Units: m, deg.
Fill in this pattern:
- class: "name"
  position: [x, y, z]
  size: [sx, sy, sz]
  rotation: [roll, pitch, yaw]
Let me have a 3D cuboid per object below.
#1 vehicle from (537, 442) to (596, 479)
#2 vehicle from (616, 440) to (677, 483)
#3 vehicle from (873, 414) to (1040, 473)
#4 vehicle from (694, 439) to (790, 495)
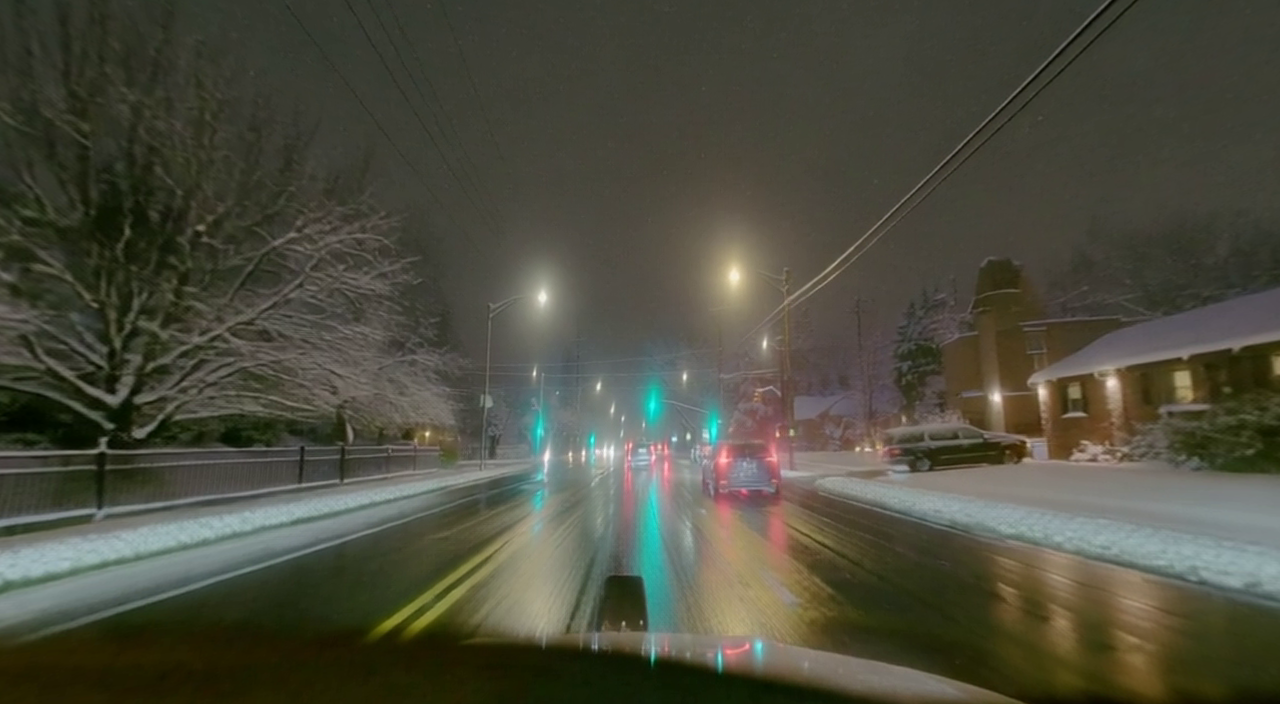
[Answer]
- class: "vehicle"
  position: [-3.152, 4.766, 28.012]
  size: [2.012, 1.505, 4.205]
  rotation: [0, -8, 2]
- class: "vehicle"
  position: [0.209, 4.062, 23.744]
  size: [2.101, 1.467, 4.210]
  rotation: [0, -8, 0]
- class: "vehicle"
  position: [13.830, 4.025, 27.855]
  size: [5.929, 1.970, 2.381]
  rotation: [-5, -8, -2]
- class: "vehicle"
  position: [2.964, 3.455, 19.401]
  size: [2.158, 1.483, 4.415]
  rotation: [0, -8, -1]
